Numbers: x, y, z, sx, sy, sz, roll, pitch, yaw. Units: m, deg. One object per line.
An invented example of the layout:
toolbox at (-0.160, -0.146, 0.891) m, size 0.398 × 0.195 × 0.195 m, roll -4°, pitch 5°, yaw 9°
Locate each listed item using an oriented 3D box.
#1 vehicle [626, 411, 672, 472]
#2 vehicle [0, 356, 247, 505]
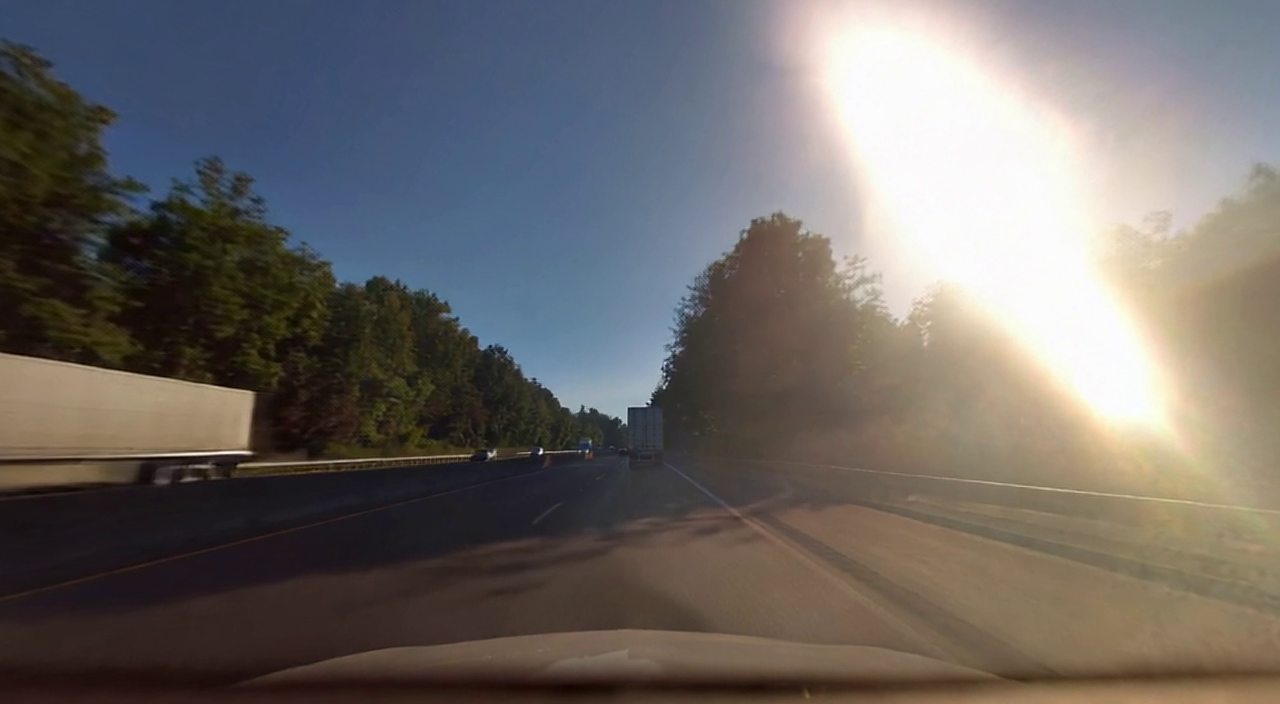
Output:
vehicle at (0.641, 6.726, 46.780) m, size 3.024 × 3.965 × 10.399 m, roll 0°, pitch -9°, yaw 0°
vehicle at (-16.998, 2.647, 20.483) m, size 2.841 × 3.830 × 8.307 m, roll 0°, pitch -9°, yaw 1°
